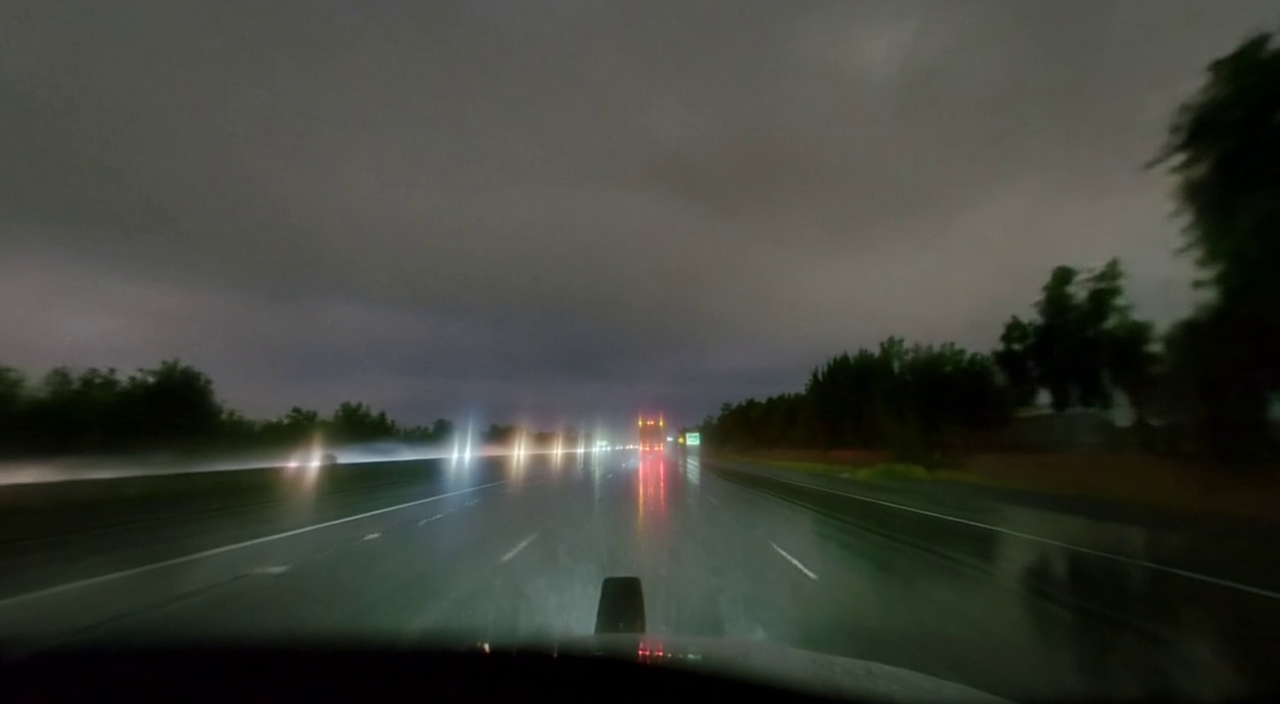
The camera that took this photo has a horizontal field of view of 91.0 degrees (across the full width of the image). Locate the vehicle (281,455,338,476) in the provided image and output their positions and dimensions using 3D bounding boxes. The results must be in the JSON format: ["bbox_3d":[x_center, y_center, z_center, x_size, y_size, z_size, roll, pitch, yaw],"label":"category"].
[{"bbox_3d":[-25.488,8.773,48.750,1.888,1.506,4.467,0,-9,1],"label":"vehicle"}]
